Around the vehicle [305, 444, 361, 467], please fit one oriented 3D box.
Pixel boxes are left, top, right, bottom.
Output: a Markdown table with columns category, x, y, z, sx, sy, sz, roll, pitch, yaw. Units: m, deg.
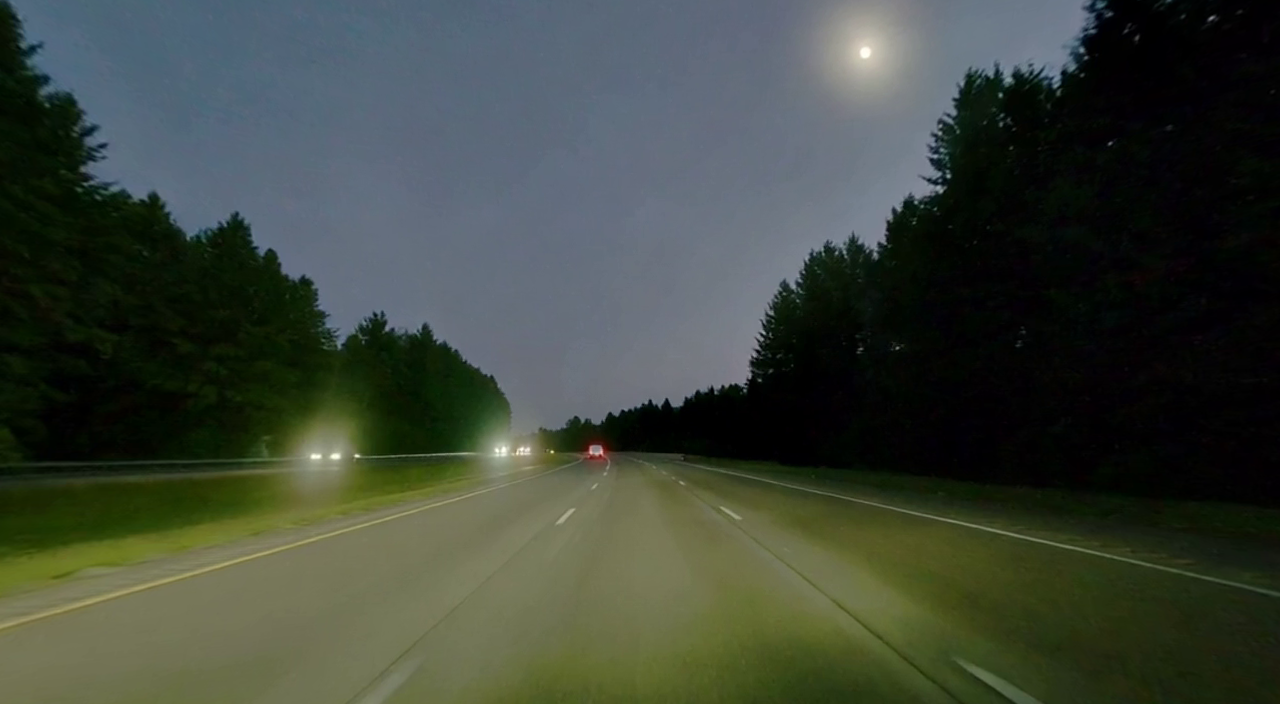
| category | x | y | z | sx | sy | sz | roll | pitch | yaw |
| --- | --- | --- | --- | --- | --- | --- | --- | --- | --- |
| vehicle | -20.783 | 7.022 | 42.878 | 1.832 | 1.505 | 4.092 | 0 | -9 | -2 |
